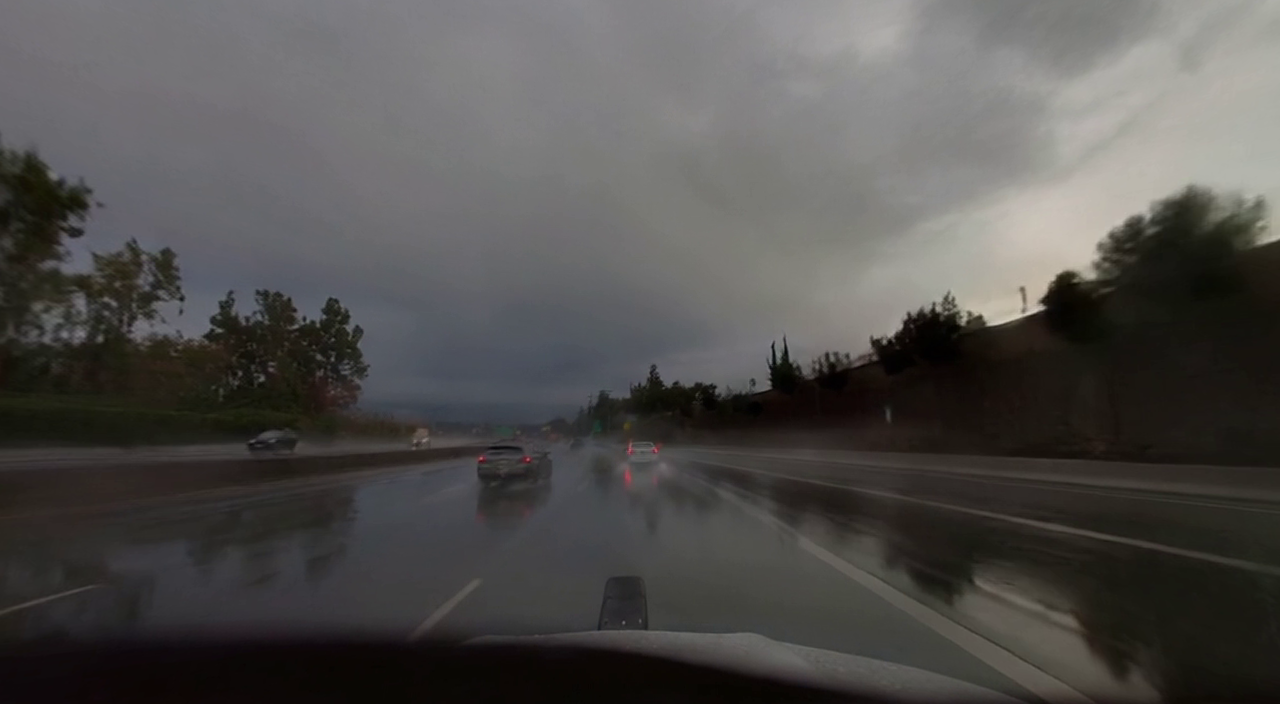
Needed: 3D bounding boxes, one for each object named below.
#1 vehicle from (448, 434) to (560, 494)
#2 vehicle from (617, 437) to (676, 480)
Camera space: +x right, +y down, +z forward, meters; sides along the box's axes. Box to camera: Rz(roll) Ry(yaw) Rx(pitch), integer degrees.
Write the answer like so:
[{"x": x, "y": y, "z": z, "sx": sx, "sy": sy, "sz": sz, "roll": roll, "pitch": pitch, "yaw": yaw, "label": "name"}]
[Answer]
[{"x": -3.842, "y": 3.275, "z": 18.846, "sx": 2.246, "sy": 1.519, "sz": 4.980, "roll": 0, "pitch": -9, "yaw": 0, "label": "vehicle"}, {"x": 0.157, "y": 3.991, "z": 23.801, "sx": 2.051, "sy": 1.444, "sz": 3.927, "roll": 0, "pitch": -9, "yaw": -2, "label": "vehicle"}]
